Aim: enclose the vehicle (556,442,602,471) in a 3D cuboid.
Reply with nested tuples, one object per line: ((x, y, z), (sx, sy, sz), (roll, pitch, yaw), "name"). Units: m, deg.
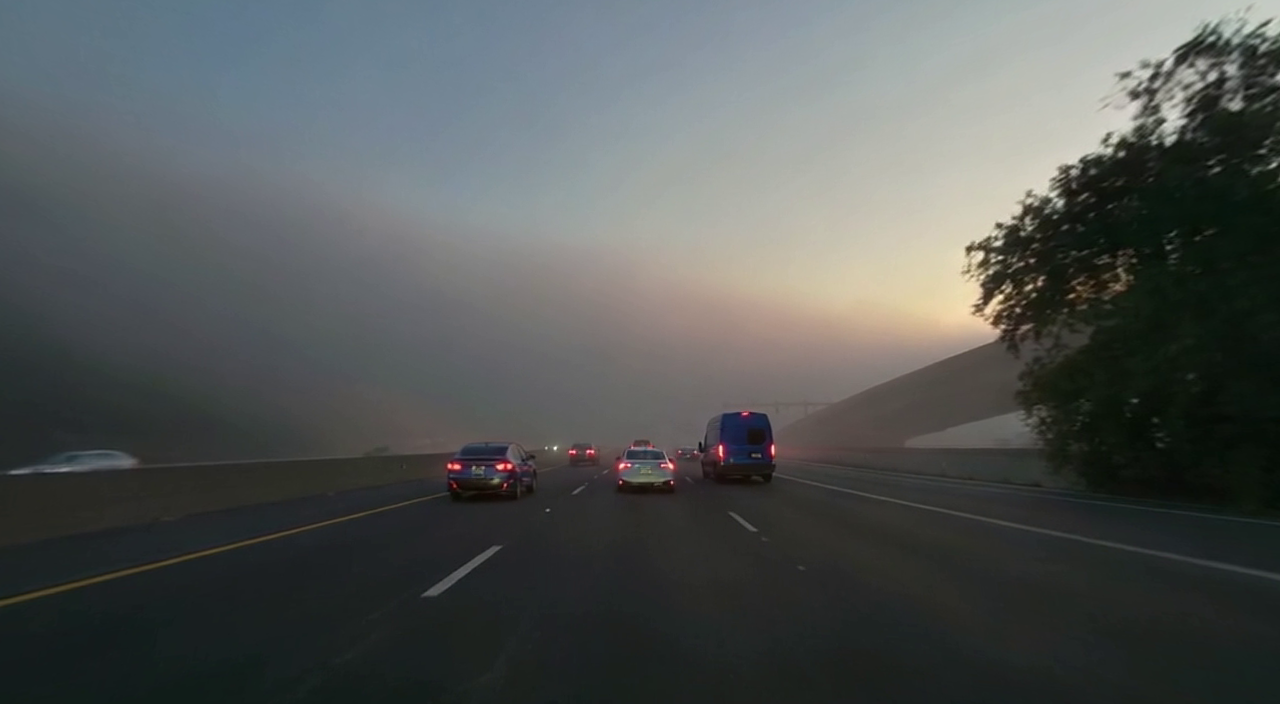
((-3.684, 6.383, 38.918), (2.258, 1.655, 4.397), (0, -8, 1), "vehicle")

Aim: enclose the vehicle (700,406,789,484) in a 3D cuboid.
((4.005, 3.780, 25.696), (2.436, 2.745, 6.607), (0, -8, -1), "vehicle")

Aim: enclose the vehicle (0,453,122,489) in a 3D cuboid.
((-26.674, 5.425, 28.997), (1.874, 1.448, 4.436), (0, -8, 1), "vehicle")

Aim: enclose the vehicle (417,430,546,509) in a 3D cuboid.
((-3.814, 2.906, 16.052), (2.078, 1.706, 4.298), (0, -8, 1), "vehicle")

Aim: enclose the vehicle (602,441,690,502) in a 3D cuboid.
((0.129, 3.250, 17.585), (2.174, 1.467, 4.005), (0, -8, -1), "vehicle")
